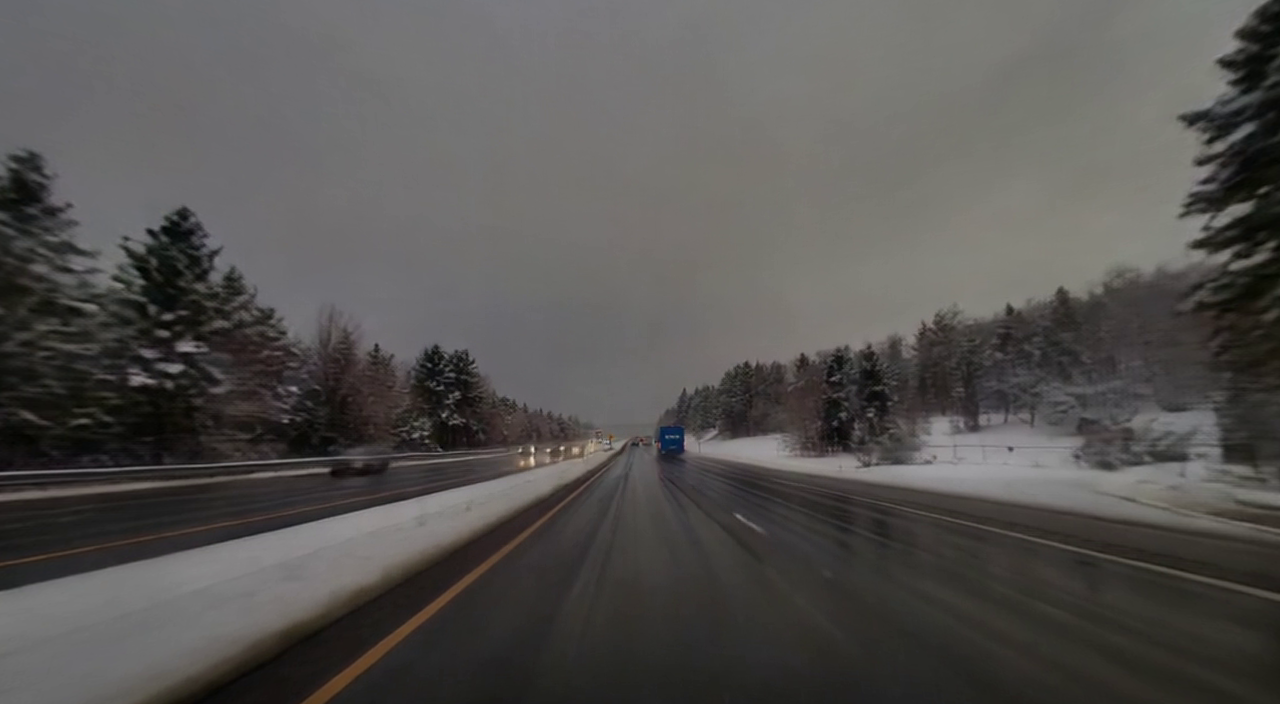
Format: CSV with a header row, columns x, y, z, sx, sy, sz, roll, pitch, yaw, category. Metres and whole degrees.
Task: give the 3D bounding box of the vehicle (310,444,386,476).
x,y,z,sx,sy,sz,roll,pitch,yaw,category
-14.480,5.365,31.420,1.803,1.483,3.982,-1,-9,1,vehicle
